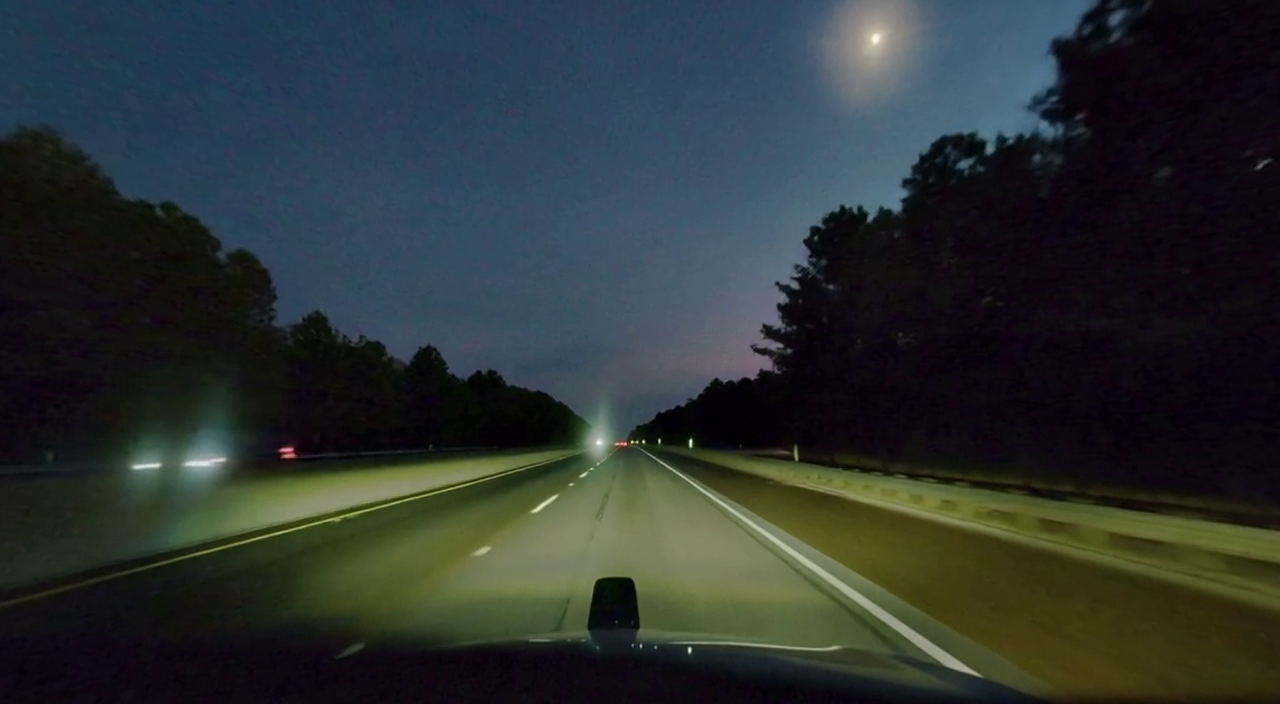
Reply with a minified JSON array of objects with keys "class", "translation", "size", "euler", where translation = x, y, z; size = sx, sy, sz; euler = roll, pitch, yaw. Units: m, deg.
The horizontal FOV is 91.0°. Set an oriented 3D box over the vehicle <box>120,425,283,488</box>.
[{"class":"vehicle","translation":[-13.896,3.321,20.385],"size":[1.991,1.780,4.619],"euler":[0,-8,-2]}]
